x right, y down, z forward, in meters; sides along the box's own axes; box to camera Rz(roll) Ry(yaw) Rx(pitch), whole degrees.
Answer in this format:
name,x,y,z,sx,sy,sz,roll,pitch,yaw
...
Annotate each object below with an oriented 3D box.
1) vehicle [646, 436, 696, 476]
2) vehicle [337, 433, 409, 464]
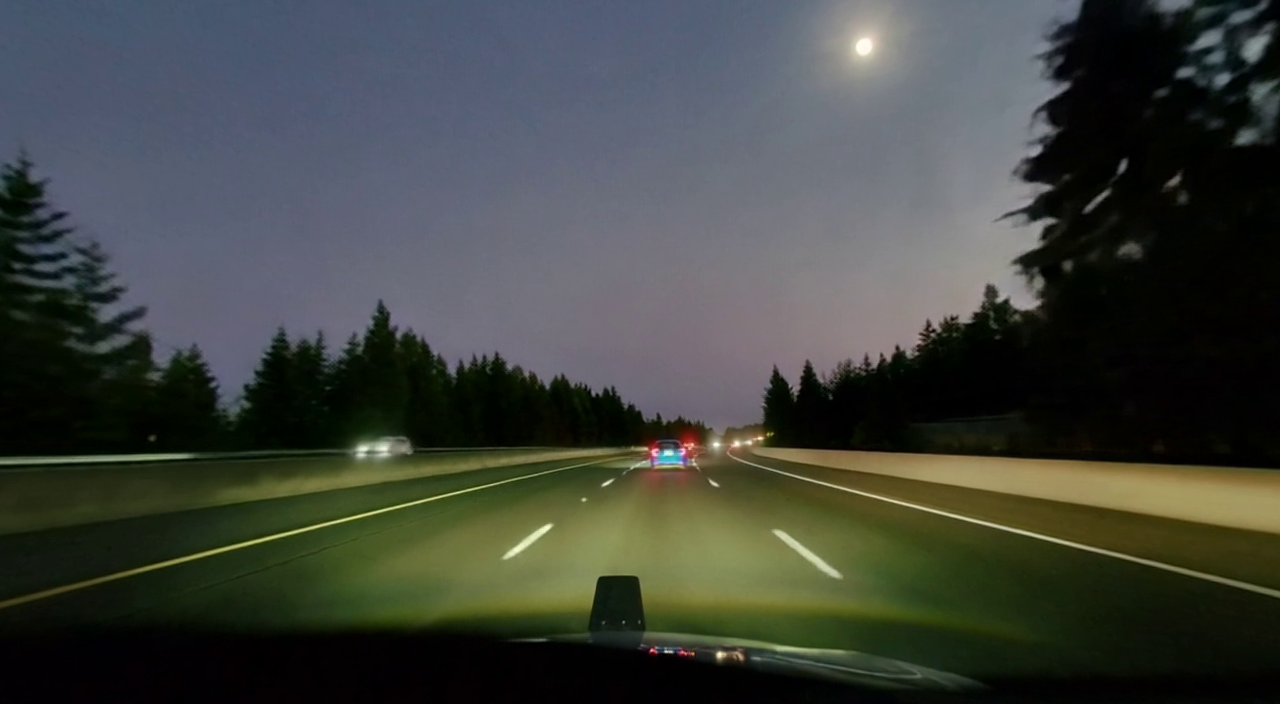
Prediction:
name,x,y,z,sx,sy,sz,roll,pitch,yaw
vehicle,1.419,4.740,28.906,2.133,1.686,4.203,-1,-8,3
vehicle,-17.196,6.254,40.809,2.311,1.862,4.848,-1,-8,3
